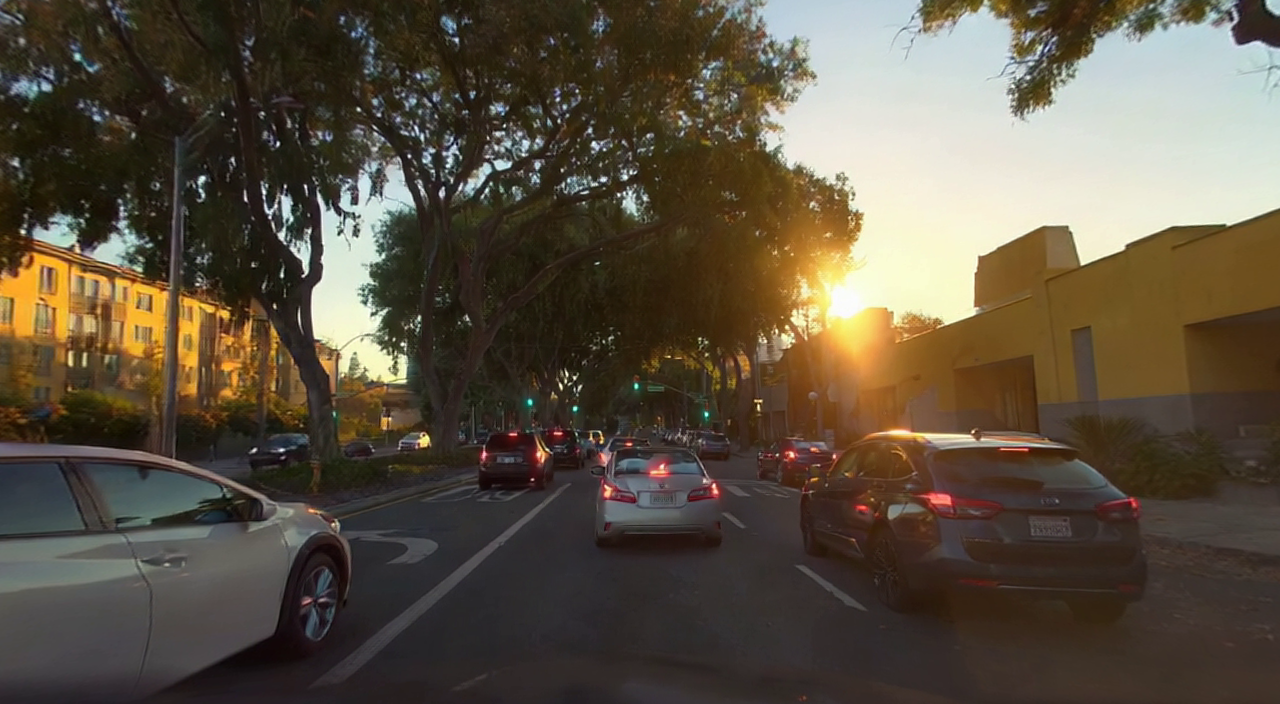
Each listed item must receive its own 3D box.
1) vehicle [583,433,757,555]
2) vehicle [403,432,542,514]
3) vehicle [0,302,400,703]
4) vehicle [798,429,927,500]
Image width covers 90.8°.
[{"bbox_3d":[0.268,1.994,9.583,2.095,1.438,3.843,0,-9,-3],"label":"vehicle"},{"bbox_3d":[-3.509,2.625,14.236,1.901,1.522,4.556,0,-9,0],"label":"vehicle"},{"bbox_3d":[-3.273,0.929,3.391,2.152,1.802,4.628,0,-9,0],"label":"vehicle"},{"bbox_3d":[6.341,3.248,18.695,2.025,1.808,4.579,0,-9,-2],"label":"vehicle"}]
